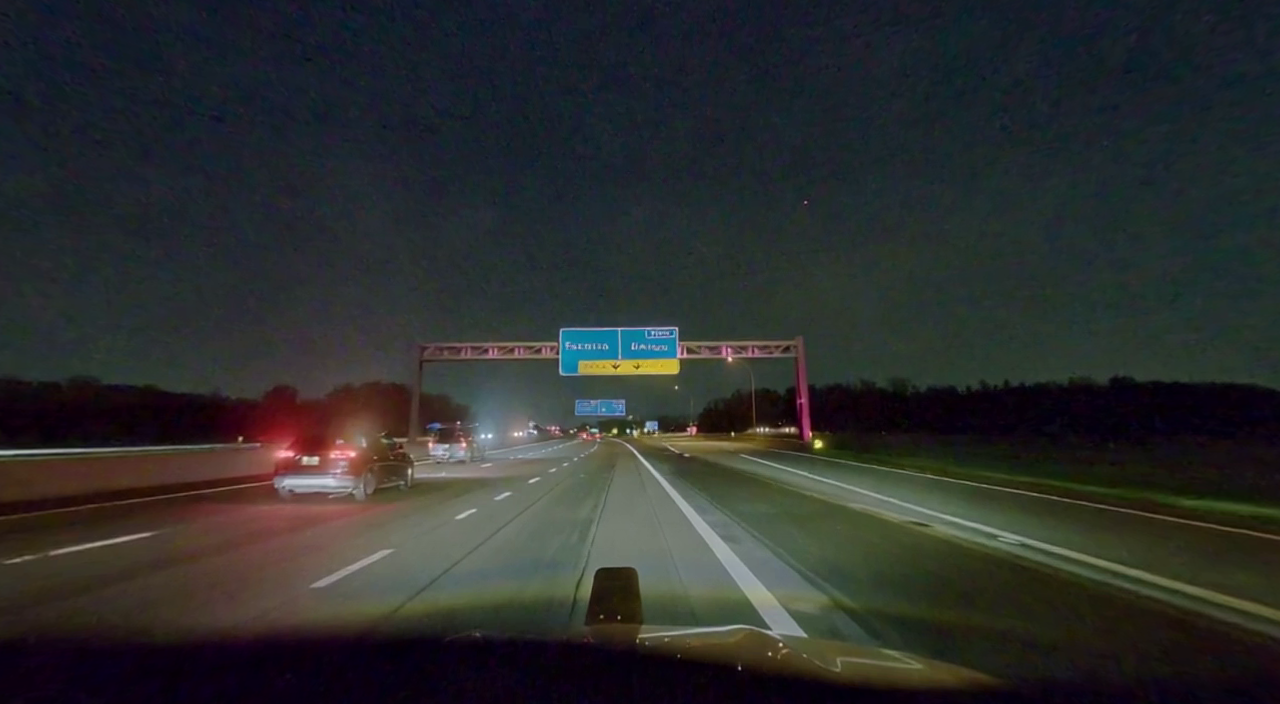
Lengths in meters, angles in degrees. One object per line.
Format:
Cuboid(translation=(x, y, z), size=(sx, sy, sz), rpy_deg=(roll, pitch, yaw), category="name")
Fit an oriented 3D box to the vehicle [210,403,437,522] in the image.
Cuboid(translation=(-5.303, 1.887, 11.284), size=(2.007, 1.727, 4.040), rpy_deg=(0, -8, -1), category="vehicle")
